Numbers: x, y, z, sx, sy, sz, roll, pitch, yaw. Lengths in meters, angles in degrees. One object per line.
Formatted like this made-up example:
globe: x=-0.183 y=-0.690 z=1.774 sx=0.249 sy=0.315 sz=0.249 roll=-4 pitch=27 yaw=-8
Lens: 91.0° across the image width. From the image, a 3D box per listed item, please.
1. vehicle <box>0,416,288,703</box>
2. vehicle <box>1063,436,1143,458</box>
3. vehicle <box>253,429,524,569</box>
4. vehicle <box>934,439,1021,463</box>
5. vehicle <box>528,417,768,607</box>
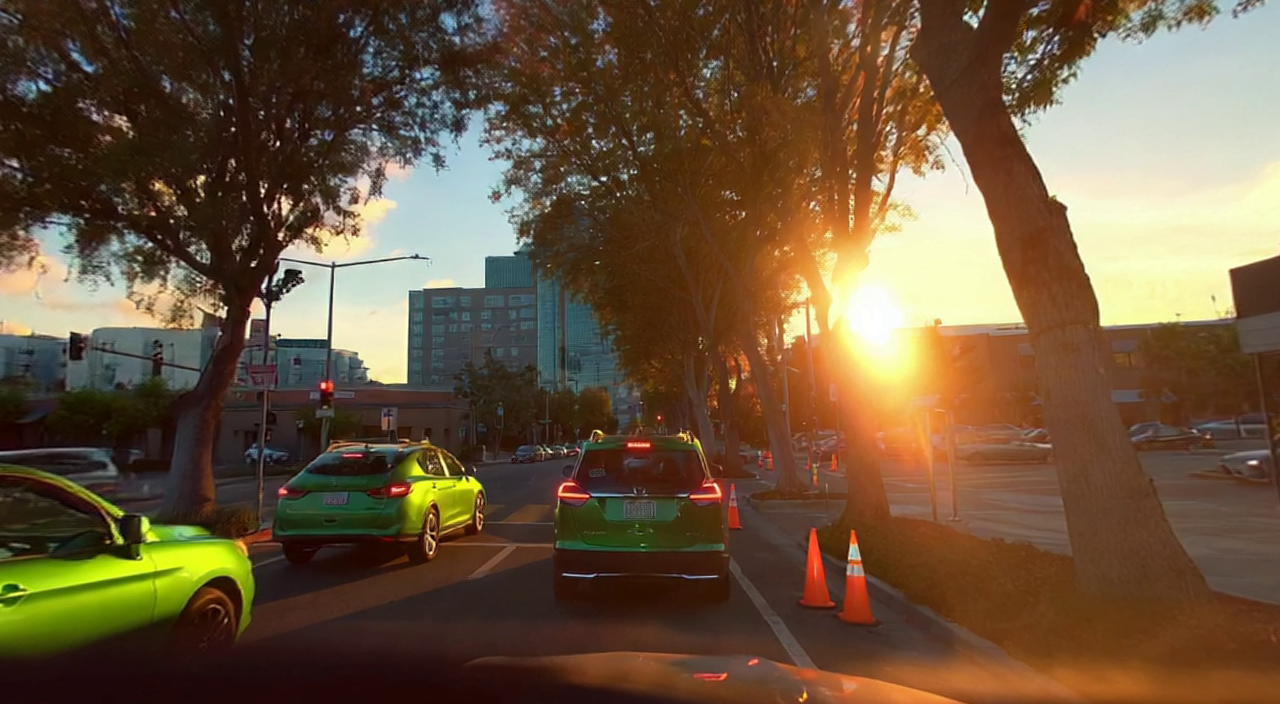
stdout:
vehicle: x=-3.593 y=0.946 z=2.144 sx=1.964 sy=1.497 sz=4.722 roll=0 pitch=-9 yaw=1
vehicle: x=36.676 y=7.551 z=49.983 sx=4.791 sy=1.635 sz=1.857 roll=0 pitch=-9 yaw=1
vehicle: x=-3.272 y=2.004 z=9.447 sx=1.989 sy=1.541 sz=4.626 roll=0 pitch=-9 yaw=2
vehicle: x=21.890 y=6.437 z=40.944 sx=4.579 sy=1.480 sz=1.819 roll=0 pitch=-9 yaw=3
vehicle: x=0.115 y=1.627 z=7.216 sx=2.021 sy=1.560 sz=3.676 roll=0 pitch=-9 yaw=1
